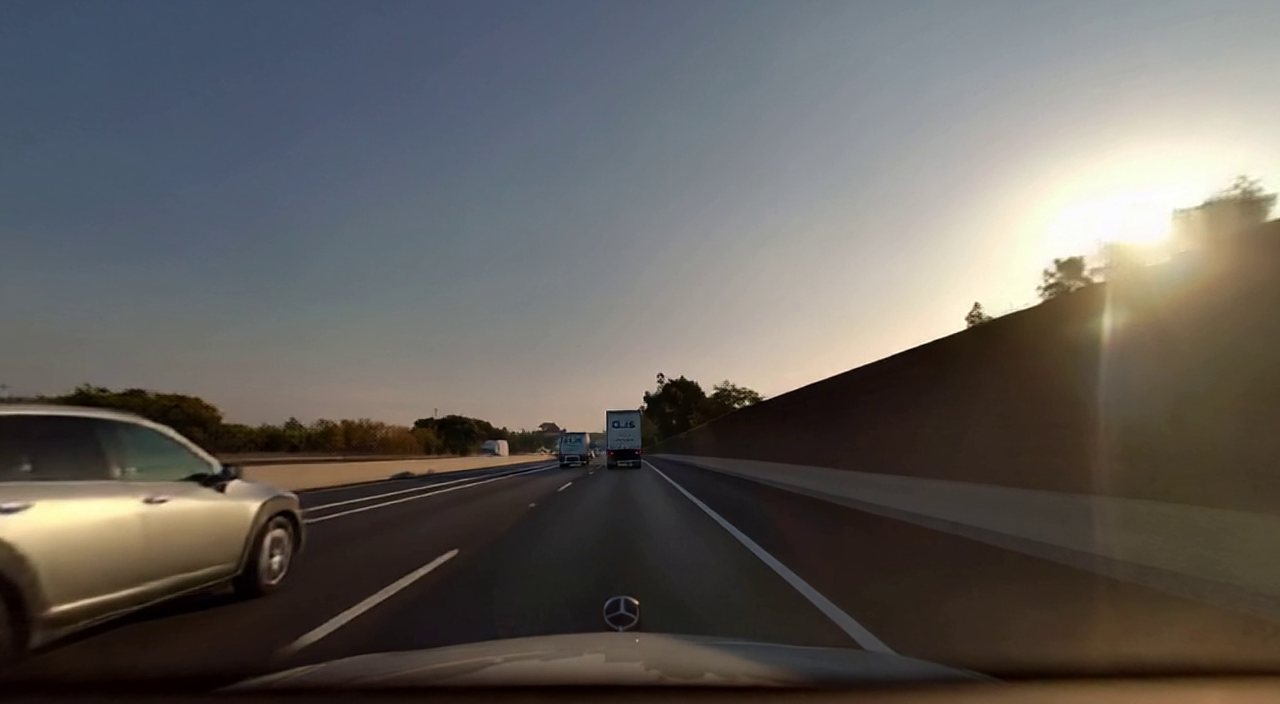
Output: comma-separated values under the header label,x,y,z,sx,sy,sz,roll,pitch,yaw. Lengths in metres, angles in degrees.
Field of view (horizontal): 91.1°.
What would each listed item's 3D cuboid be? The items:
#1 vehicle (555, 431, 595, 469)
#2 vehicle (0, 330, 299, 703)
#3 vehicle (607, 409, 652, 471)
label,x,y,z,sx,sy,sz,roll,pitch,yaw
vehicle,-4.911,7.550,48.401,2.529,2.697,5.935,0,-9,-1
vehicle,-4.375,0.898,3.361,2.226,1.935,5.130,0,-9,0
vehicle,-0.844,6.476,45.855,2.923,4.007,9.760,0,-9,-2
